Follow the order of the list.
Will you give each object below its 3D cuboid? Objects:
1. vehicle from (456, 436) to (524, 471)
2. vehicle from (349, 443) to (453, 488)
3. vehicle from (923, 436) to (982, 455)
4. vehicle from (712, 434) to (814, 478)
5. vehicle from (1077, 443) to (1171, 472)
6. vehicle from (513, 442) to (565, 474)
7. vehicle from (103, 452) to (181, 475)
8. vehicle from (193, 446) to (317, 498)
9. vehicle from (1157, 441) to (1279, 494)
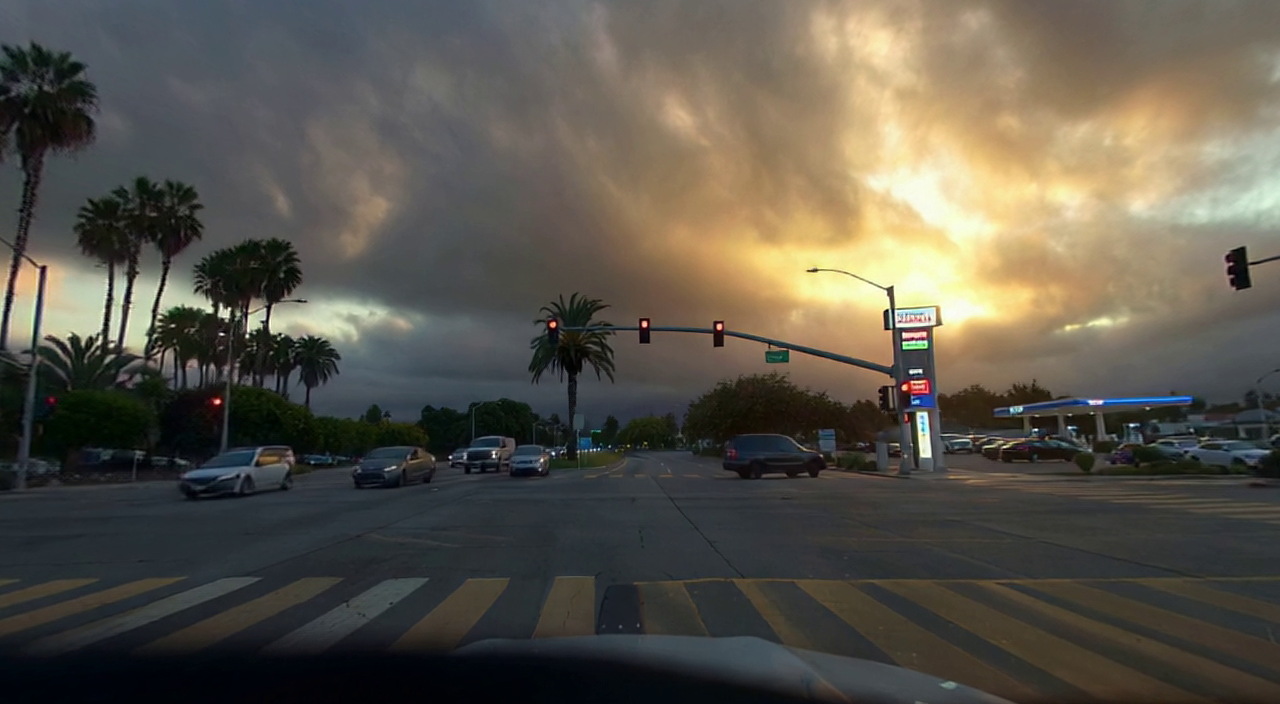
[{"bbox_3d":[-8.721,5.979,37.426,2.609,1.865,5.875,0,-9,0],"label":"vehicle"},{"bbox_3d":[-8.747,4.187,23.628,2.034,1.510,4.647,0,-9,1],"label":"vehicle"},{"bbox_3d":[22.544,6.762,45.658,3.356,1.395,1.559,0,-9,-1],"label":"vehicle"},{"bbox_3d":[5.430,4.520,27.565,1.929,1.719,4.892,-8,-12,44],"label":"vehicle"},{"bbox_3d":[24.265,5.297,31.736,3.474,1.376,1.538,0,-9,-2],"label":"vehicle"},{"bbox_3d":[-5.045,5.357,32.186,2.079,1.490,5.064,0,-9,-3],"label":"vehicle"},{"bbox_3d":[-35.231,7.866,44.852,1.886,1.523,4.581,0,-9,-1],"label":"vehicle"},{"bbox_3d":[-11.920,3.700,19.843,1.633,1.460,3.540,0,-9,0],"label":"vehicle"},{"bbox_3d":[18.720,3.407,18.822,5.015,1.446,1.862,0,-9,-2],"label":"vehicle"}]
